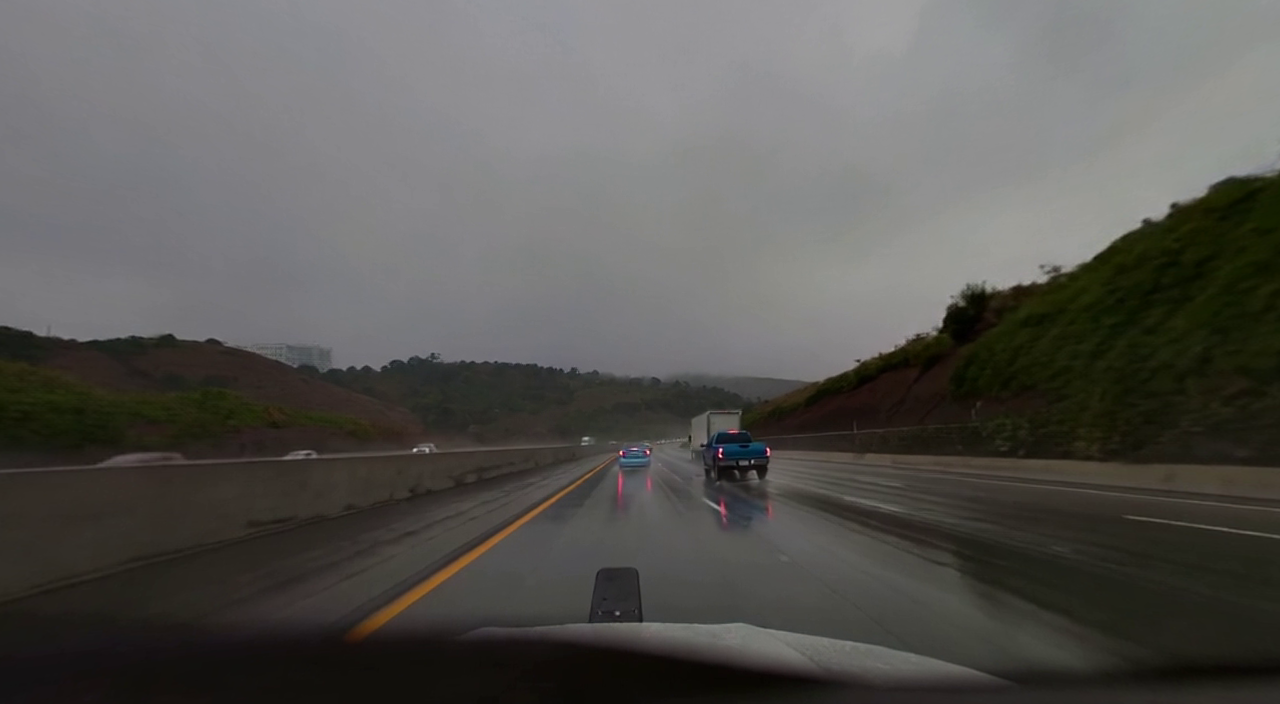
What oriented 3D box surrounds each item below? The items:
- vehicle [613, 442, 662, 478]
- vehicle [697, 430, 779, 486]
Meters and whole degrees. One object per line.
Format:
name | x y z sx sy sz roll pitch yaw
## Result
vehicle | -0.137 4.860 28.644 2.083 1.477 3.965 0 -9 -1
vehicle | 3.429 3.832 23.059 2.098 1.794 4.561 0 -9 -2
